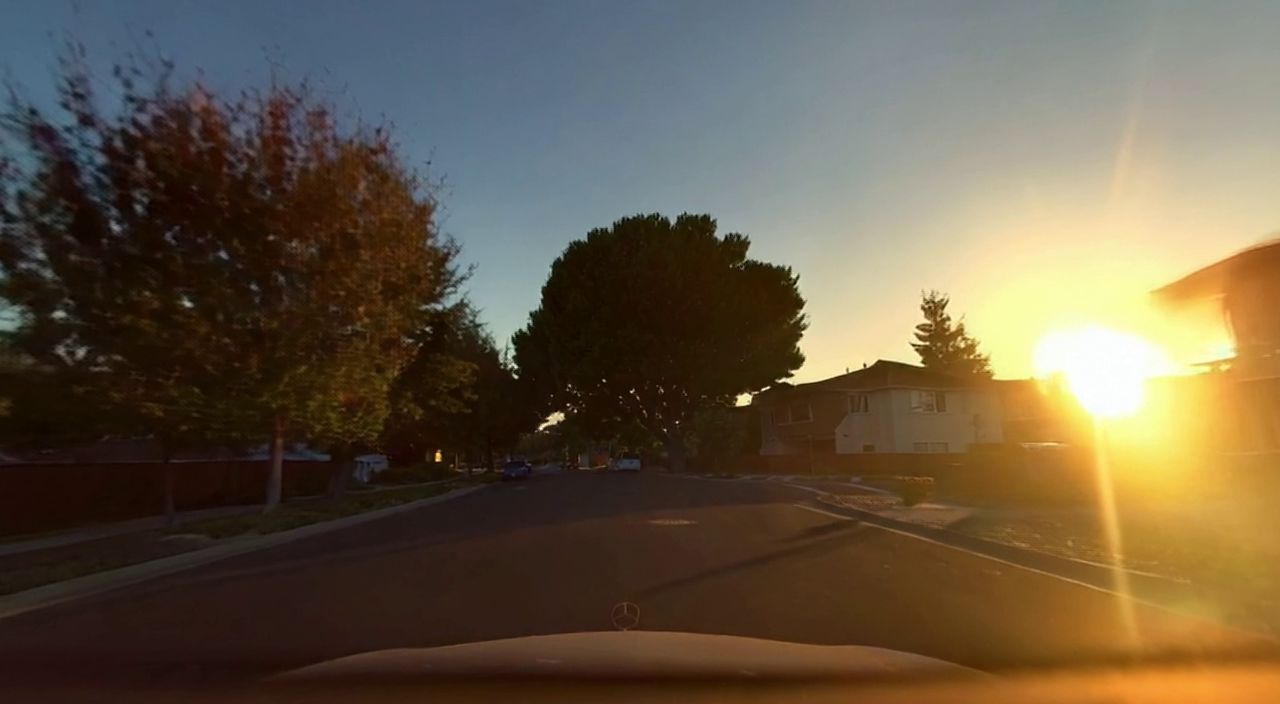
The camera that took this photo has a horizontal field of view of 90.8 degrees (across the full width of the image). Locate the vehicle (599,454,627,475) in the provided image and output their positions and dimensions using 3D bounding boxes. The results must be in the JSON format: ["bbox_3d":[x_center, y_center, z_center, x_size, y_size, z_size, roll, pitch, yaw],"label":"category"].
[{"bbox_3d":[-2.127,8.604,48.326,2.064,1.477,3.968,1,-9,-4],"label":"vehicle"}]
